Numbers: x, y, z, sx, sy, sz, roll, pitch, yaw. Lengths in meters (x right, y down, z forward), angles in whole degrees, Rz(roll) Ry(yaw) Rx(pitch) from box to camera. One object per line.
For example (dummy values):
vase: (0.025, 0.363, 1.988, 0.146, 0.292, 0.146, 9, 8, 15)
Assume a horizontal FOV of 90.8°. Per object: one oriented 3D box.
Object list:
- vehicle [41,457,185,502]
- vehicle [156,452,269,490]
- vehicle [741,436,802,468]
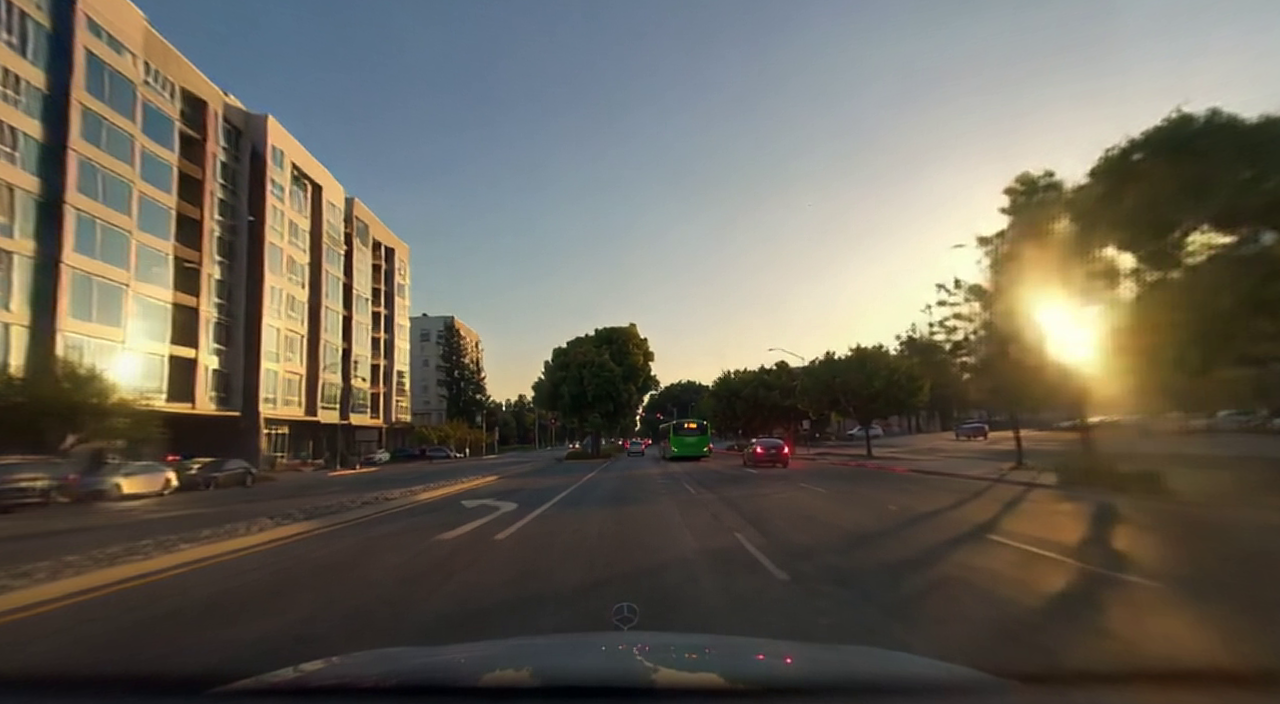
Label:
vehicle: (-18.900, 4.558, 22.970, 1.685, 1.426, 4.247, 0, -9, -2)
vehicle: (-18.720, 5.196, 27.962, 1.861, 1.499, 4.605, 0, -9, -1)
vehicle: (6.520, 5.026, 31.846, 1.992, 1.447, 4.414, 0, -9, -2)
